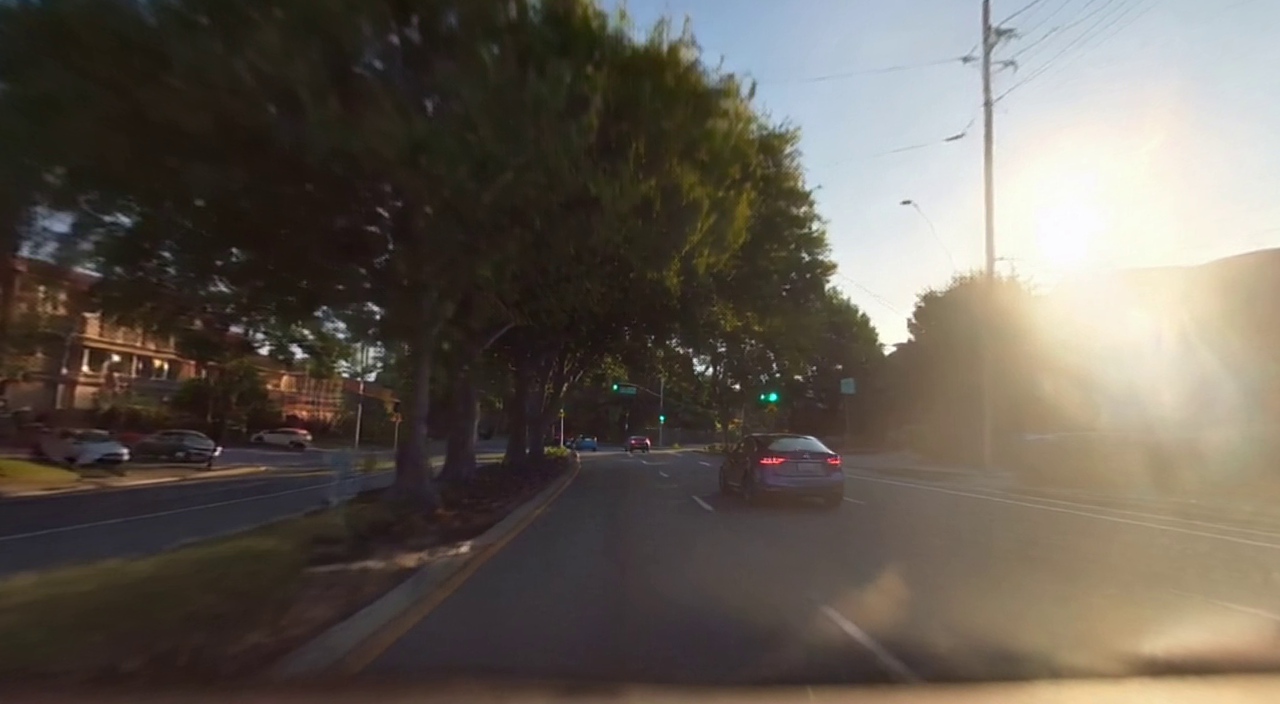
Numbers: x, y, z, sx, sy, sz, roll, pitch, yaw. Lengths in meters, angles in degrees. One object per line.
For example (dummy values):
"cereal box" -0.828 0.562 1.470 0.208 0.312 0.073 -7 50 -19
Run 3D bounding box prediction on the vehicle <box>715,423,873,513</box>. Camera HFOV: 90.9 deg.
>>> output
"vehicle" 2.809 2.233 12.561 1.960 1.479 4.086 0 -8 -2

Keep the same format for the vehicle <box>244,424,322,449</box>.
"vehicle" -26.727 6.371 47.384 4.583 1.850 2.015 2 -9 -10

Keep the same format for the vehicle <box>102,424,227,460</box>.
"vehicle" -25.066 4.761 33.384 4.737 1.805 2.049 1 -8 -8

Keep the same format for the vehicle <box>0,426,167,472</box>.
"vehicle" -21.058 3.630 23.681 4.717 1.615 2.014 2 -9 -10
